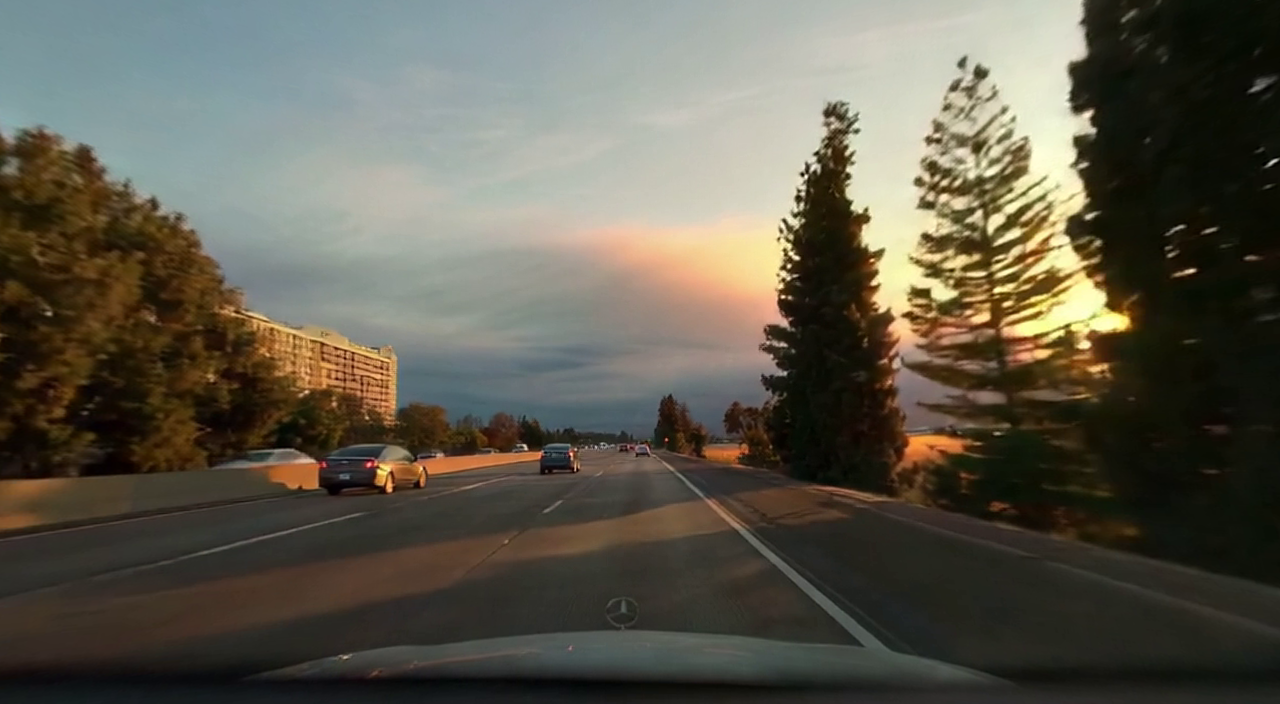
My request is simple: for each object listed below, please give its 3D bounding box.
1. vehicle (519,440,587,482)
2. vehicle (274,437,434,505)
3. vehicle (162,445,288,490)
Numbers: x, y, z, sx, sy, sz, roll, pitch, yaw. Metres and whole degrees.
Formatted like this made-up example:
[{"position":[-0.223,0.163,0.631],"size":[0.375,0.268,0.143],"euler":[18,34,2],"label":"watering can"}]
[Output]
[{"position":[-3.554,4.526,26.539],"size":[2.083,1.588,4.801],"euler":[0,-9,1],"label":"vehicle"},{"position":[-7.307,3.060,16.735],"size":[2.034,1.523,4.627],"euler":[0,-9,1],"label":"vehicle"},{"position":[-15.550,4.300,23.895],"size":[1.833,1.510,4.232],"euler":[0,-9,1],"label":"vehicle"}]
